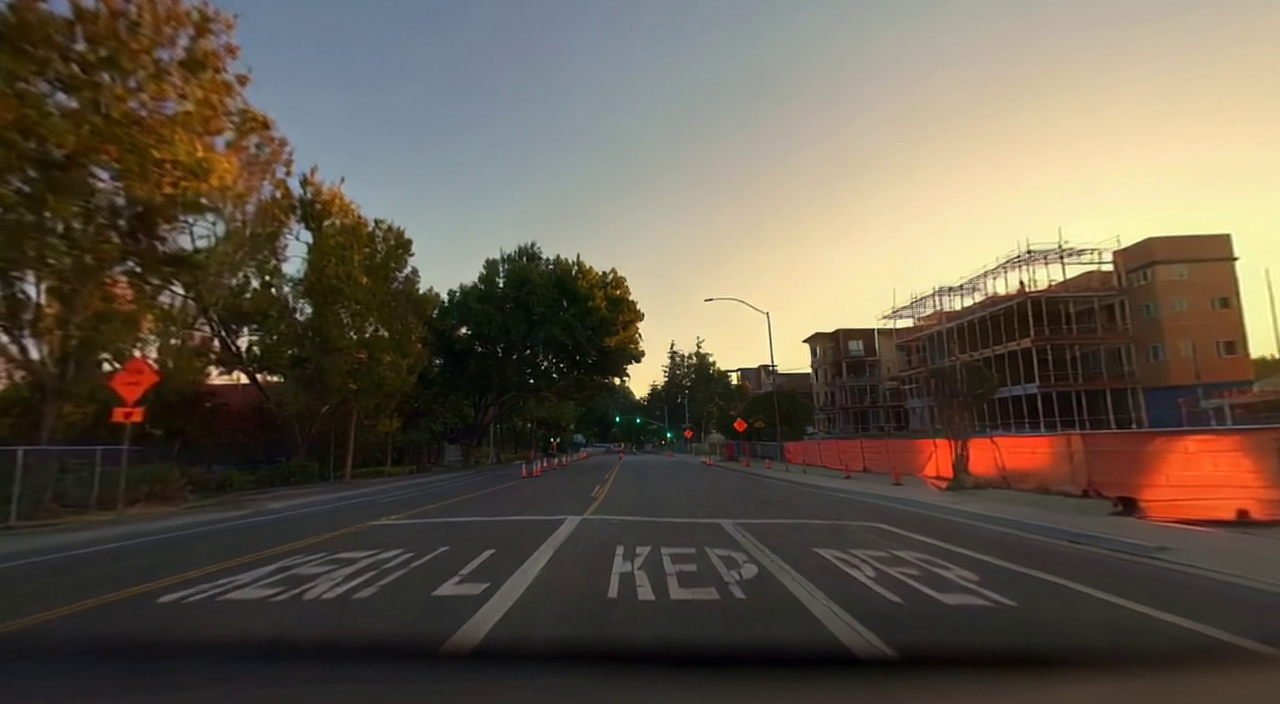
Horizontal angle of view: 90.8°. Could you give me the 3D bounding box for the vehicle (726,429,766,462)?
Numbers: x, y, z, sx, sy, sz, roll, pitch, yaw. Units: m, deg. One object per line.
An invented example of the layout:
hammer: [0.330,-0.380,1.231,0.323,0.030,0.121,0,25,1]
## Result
vehicle: [8.294,7.339,49.664,2.613,2.434,2.675,2,-8,-3]
